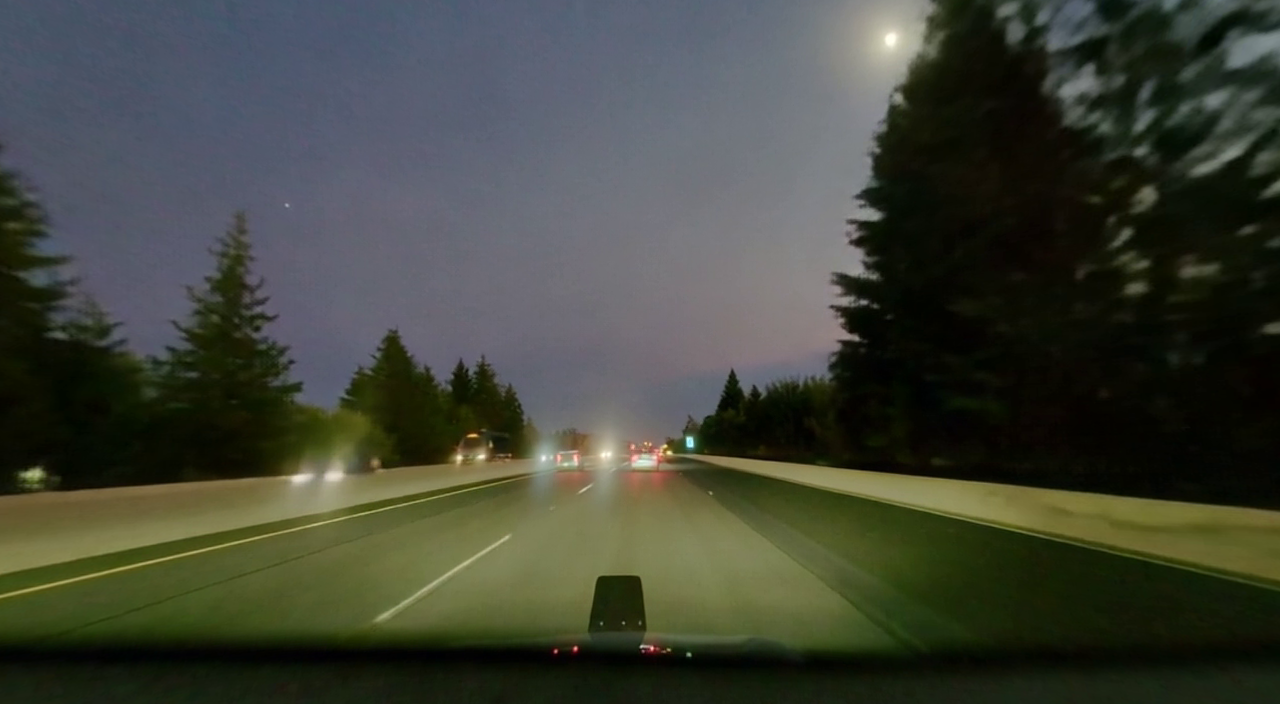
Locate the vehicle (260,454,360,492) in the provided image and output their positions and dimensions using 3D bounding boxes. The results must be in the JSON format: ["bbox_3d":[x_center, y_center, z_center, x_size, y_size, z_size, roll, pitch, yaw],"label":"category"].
[{"bbox_3d":[-14.273,5.240,27.555,2.076,1.493,4.106,0,-9,2],"label":"vehicle"}]

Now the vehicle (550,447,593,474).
[{"bbox_3d":[-3.869,6.246,36.388,1.998,1.460,4.422,0,-9,0],"label":"vehicle"}]

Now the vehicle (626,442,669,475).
[{"bbox_3d":[0.388,5.733,34.082,2.172,1.687,3.929,0,-9,0],"label":"vehicle"}]
